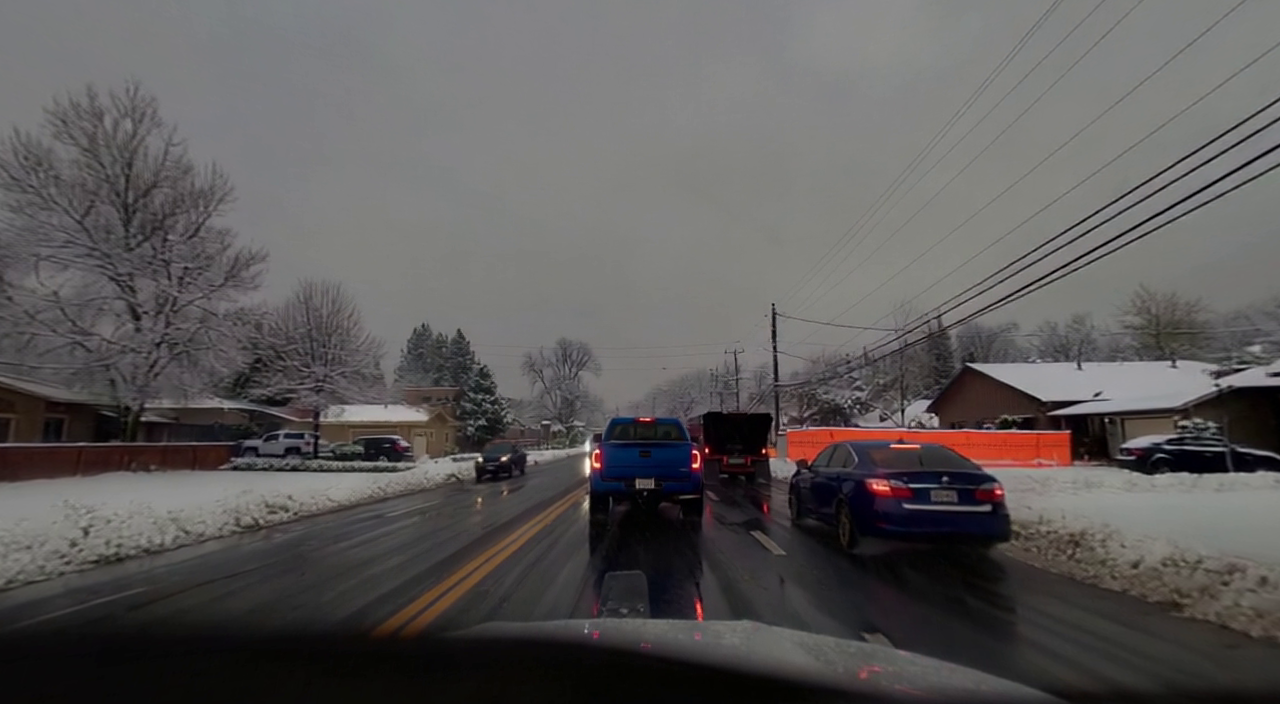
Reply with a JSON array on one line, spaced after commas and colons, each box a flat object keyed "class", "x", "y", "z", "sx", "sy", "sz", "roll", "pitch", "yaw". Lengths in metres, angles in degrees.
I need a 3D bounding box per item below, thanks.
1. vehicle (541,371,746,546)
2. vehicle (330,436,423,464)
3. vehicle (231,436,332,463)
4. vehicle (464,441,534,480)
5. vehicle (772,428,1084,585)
[{"class": "vehicle", "x": 0.074, "y": 1.906, "z": 11.742, "sx": 2.751, "sy": 2.361, "sz": 6.347, "roll": 0, "pitch": -8, "yaw": 0}, {"class": "vehicle", "x": -15.040, "y": 5.616, "z": 36.019, "sx": 4.490, "sy": 1.500, "sz": 1.875, "roll": 0, "pitch": -8, "yaw": -2}, {"class": "vehicle", "x": -20.345, "y": 5.525, "z": 35.724, "sx": 4.706, "sy": 1.468, "sz": 1.817, "roll": -1, "pitch": -8, "yaw": 3}, {"class": "vehicle", "x": -6.022, "y": 4.692, "z": 27.419, "sx": 1.953, "sy": 1.528, "sz": 4.492, "roll": 0, "pitch": -8, "yaw": 1}, {"class": "vehicle", "x": 3.273, "y": 1.833, "z": 8.386, "sx": 2.010, "sy": 1.499, "sz": 4.481, "roll": 0, "pitch": -8, "yaw": 0}]
